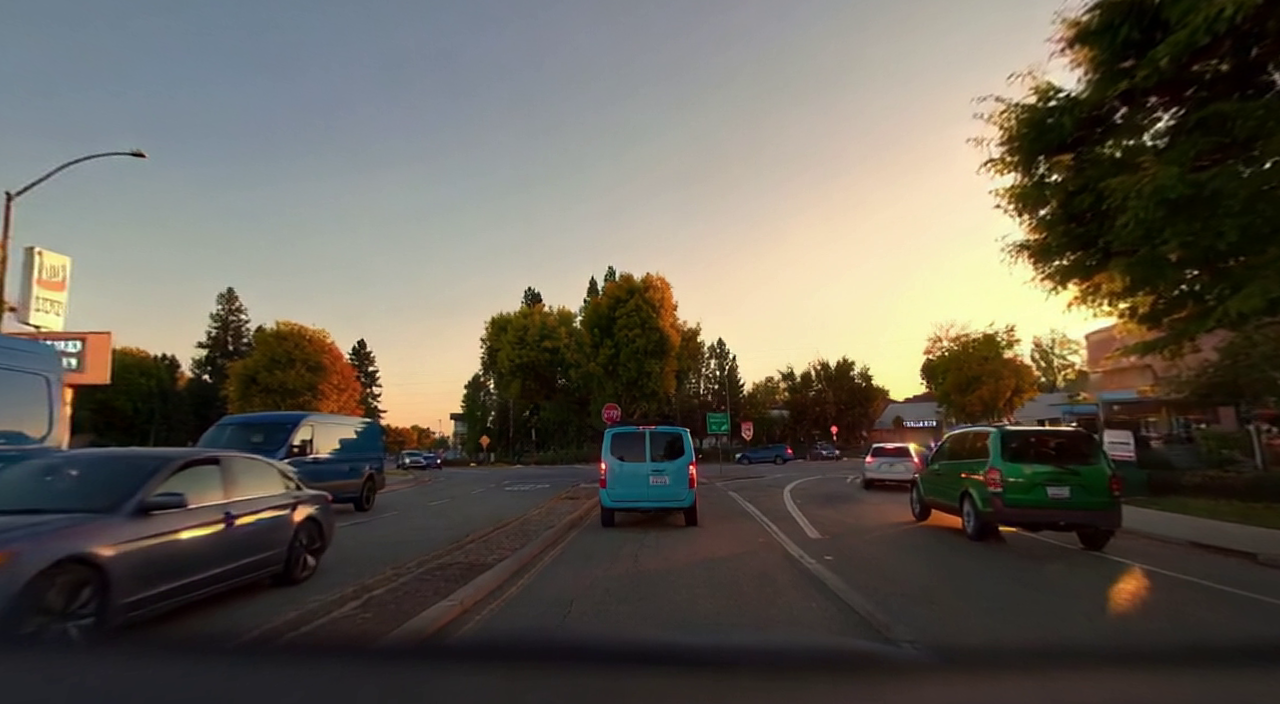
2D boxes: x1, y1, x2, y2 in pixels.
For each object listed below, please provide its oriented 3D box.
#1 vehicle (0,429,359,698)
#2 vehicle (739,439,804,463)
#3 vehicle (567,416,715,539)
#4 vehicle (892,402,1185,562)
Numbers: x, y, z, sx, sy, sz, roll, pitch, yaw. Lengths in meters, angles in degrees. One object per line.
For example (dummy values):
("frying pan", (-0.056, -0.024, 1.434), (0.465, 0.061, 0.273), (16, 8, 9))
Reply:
("vehicle", (-4.371, 1.425, 5.150), (1.869, 1.465, 4.503), (0, -9, 3))
("vehicle", (9.853, 7.404, 47.140), (4.651, 1.710, 1.985), (6, -11, -33))
("vehicle", (0.240, 2.241, 11.849), (2.237, 1.828, 4.546), (-1, -9, 6))
("vehicle", (6.019, 2.017, 10.541), (2.204, 1.973, 4.946), (-1, -9, 8))
